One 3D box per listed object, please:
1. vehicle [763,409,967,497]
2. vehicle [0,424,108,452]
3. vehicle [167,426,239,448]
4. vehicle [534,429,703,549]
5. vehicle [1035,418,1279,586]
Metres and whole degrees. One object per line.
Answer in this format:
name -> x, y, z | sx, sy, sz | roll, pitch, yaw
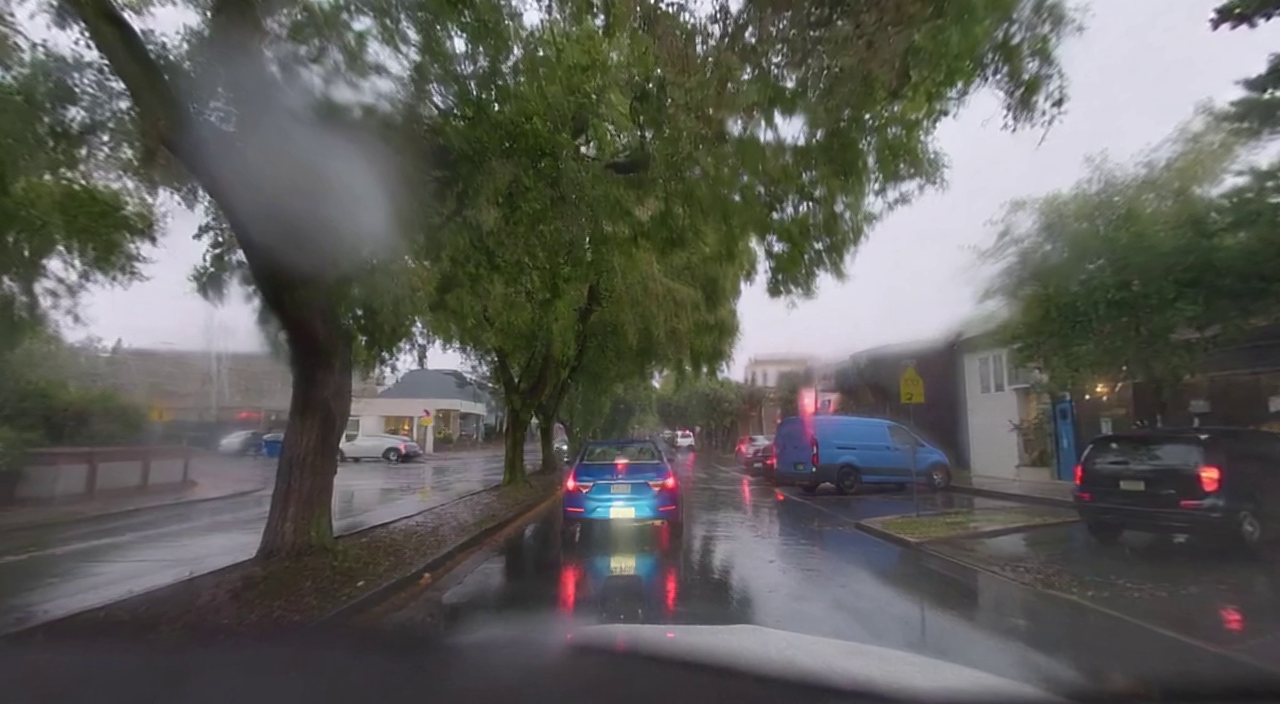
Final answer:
vehicle -> 6.337, 2.808, 17.743 | 5.385, 2.146, 2.143 | 4, -9, -26
vehicle -> -32.300, 4.740, 34.785 | 4.006, 1.491, 2.007 | 1, -9, -6
vehicle -> -32.391, 6.322, 46.863 | 3.915, 1.574, 1.850 | 0, -8, 1
vehicle -> -0.322, 2.020, 10.052 | 2.065, 1.450, 4.522 | 0, -8, -2
vehicle -> 7.260, 1.767, 8.234 | 3.957, 1.650, 1.971 | 5, -10, -33
